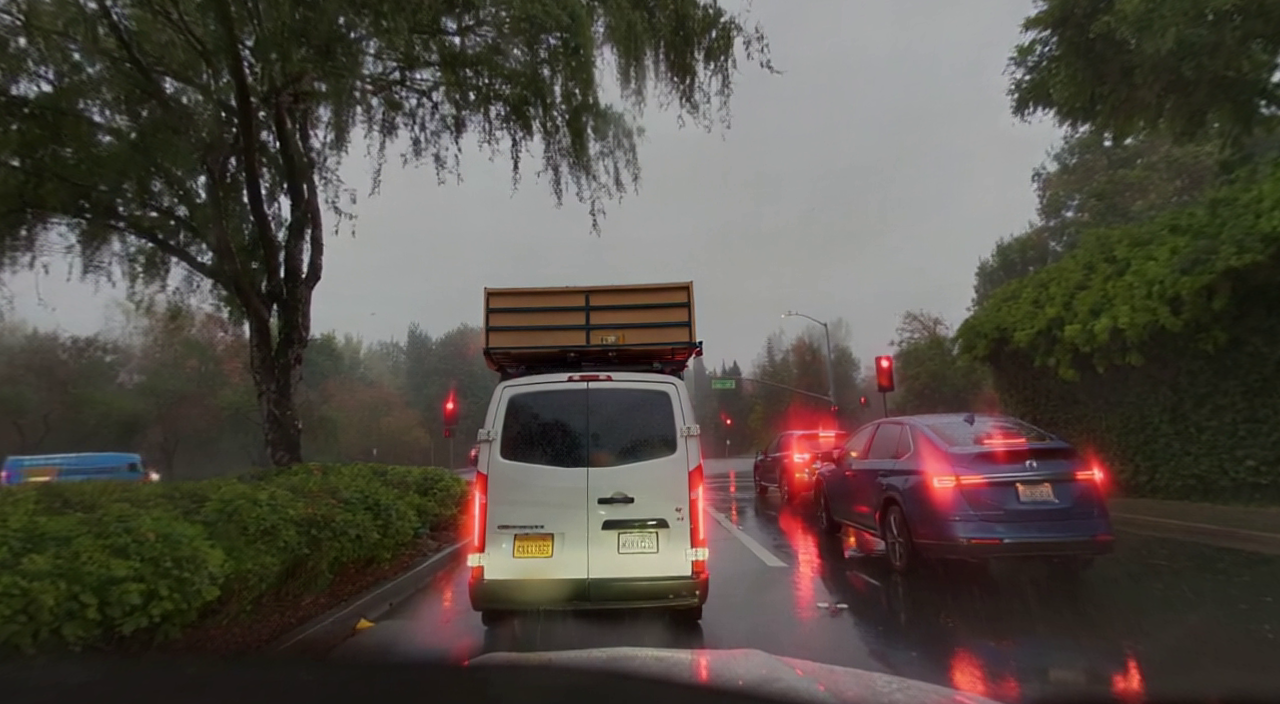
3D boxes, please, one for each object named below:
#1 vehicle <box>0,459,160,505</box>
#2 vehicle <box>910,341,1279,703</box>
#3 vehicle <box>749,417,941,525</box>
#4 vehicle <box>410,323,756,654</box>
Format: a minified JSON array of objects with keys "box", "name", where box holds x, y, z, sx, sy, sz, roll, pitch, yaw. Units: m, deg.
[{"box":[-25.666,5.908,28.929,5.241,1.894,2.257,1,-9,-10],"name":"vehicle"},{"box":[3.452,0.943,3.420,1.965,1.671,4.146,0,-9,-3],"name":"vehicle"},{"box":[3.656,2.219,12.266,2.024,1.692,4.252,1,-9,-4],"name":"vehicle"},{"box":[-0.357,1.158,6.203,2.145,2.089,4.309,0,-9,0],"name":"vehicle"}]
